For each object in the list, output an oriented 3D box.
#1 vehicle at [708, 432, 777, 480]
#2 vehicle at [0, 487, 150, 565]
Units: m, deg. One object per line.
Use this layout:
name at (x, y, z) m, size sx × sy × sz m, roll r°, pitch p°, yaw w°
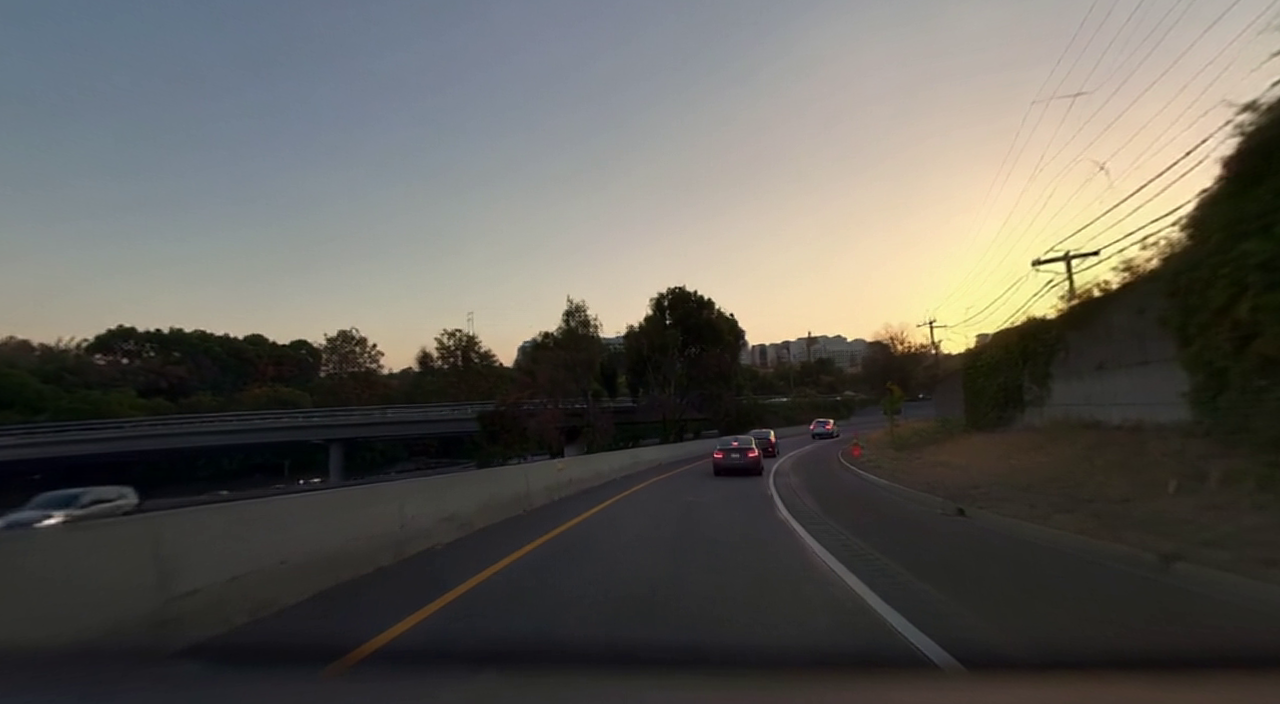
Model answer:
vehicle at (3.617, 3.577, 21.855) m, size 2.091 × 1.482 × 4.321 m, roll -2°, pitch -9°, yaw 11°
vehicle at (-14.853, 4.419, 16.376) m, size 1.879 × 1.449 × 4.002 m, roll 2°, pitch -9°, yaw -16°
